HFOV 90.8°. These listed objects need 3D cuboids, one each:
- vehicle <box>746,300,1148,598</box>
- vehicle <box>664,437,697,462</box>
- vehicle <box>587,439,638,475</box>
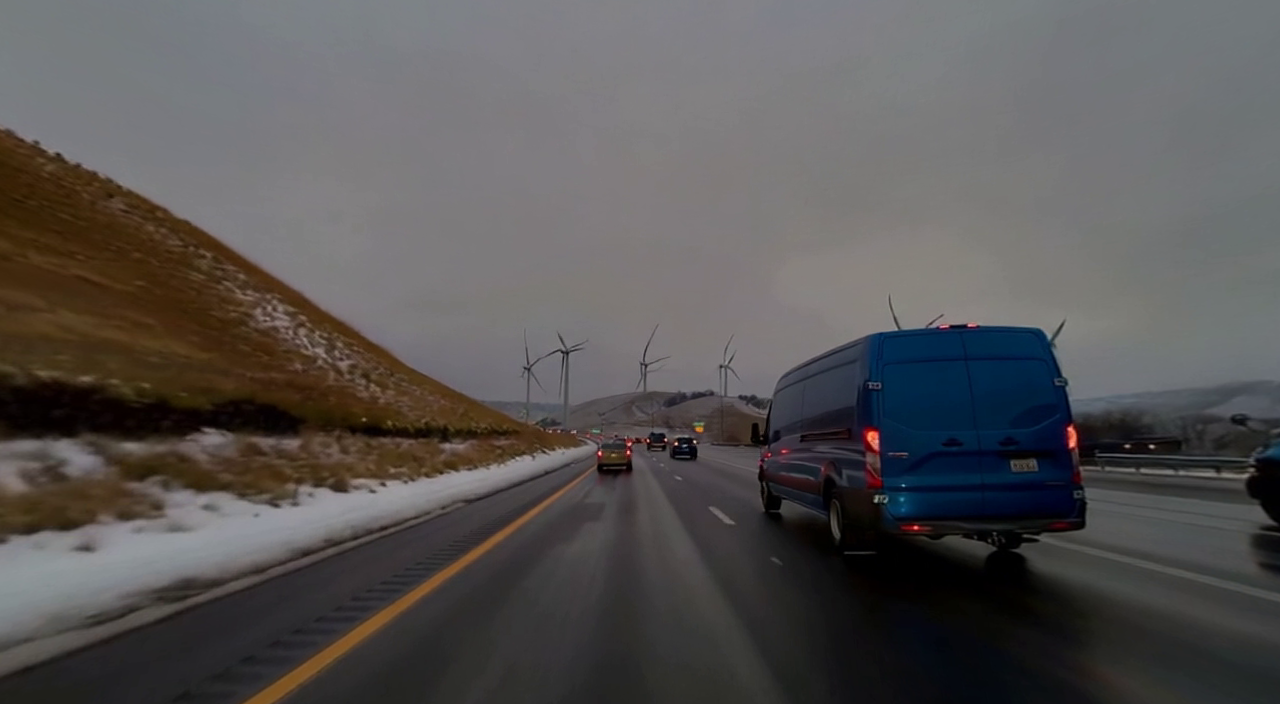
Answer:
[{"bbox_3d":[3.176,1.246,8.509,2.365,2.630,5.754,0,-8,-1],"label":"vehicle"},{"bbox_3d":[2.958,7.207,46.833,2.108,1.717,3.996,0,-8,-2],"label":"vehicle"},{"bbox_3d":[-1.142,4.537,27.449,2.082,1.445,3.826,0,-8,-1],"label":"vehicle"}]
